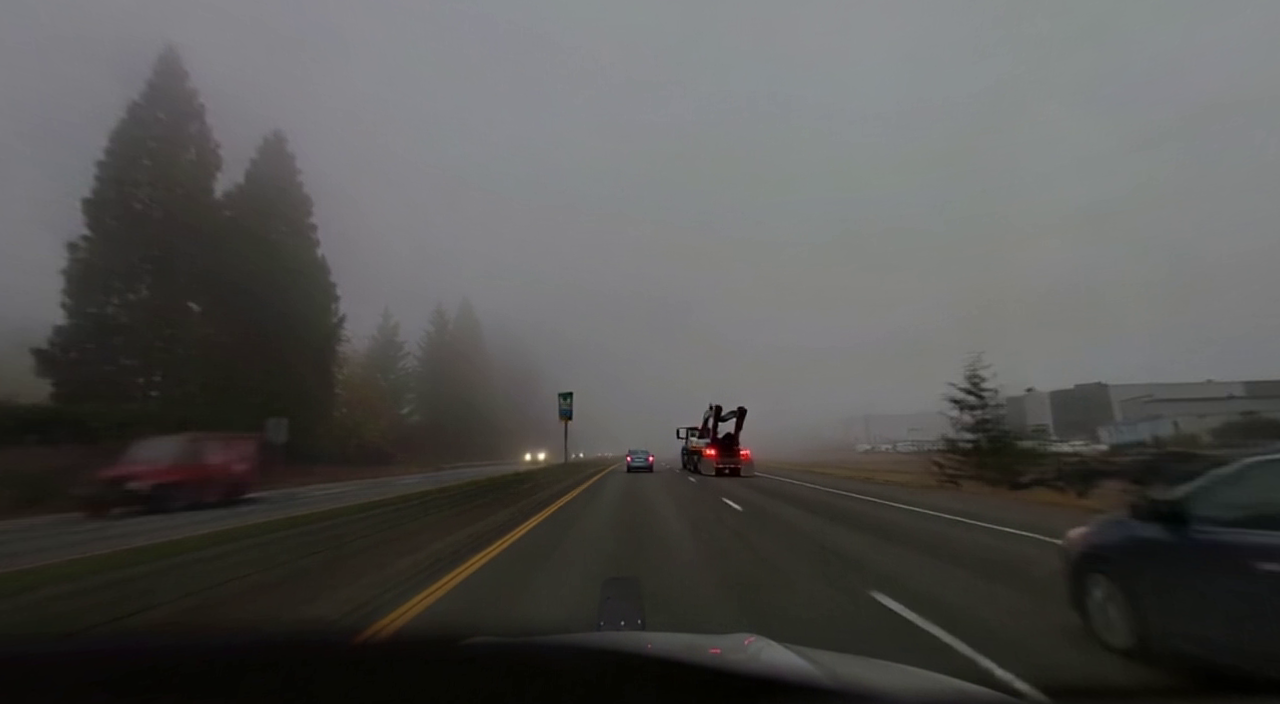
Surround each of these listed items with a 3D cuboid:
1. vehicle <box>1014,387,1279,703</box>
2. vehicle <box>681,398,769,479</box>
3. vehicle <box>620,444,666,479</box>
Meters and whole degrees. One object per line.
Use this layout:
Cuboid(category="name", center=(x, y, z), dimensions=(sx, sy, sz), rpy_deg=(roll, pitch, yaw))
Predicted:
Cuboid(category="vehicle", center=(3.765, 0.893, 2.475), dimensions=(2.168, 1.529, 3.883), rpy_deg=(0, -9, 0))
Cuboid(category="vehicle", center=(4.033, 4.435, 31.949), dimensions=(3.089, 3.568, 8.101), rpy_deg=(0, -9, -2))
Cuboid(category="vehicle", center=(0.109, 5.136, 29.841), dimensions=(2.045, 1.527, 4.023), rpy_deg=(0, -9, -1))
